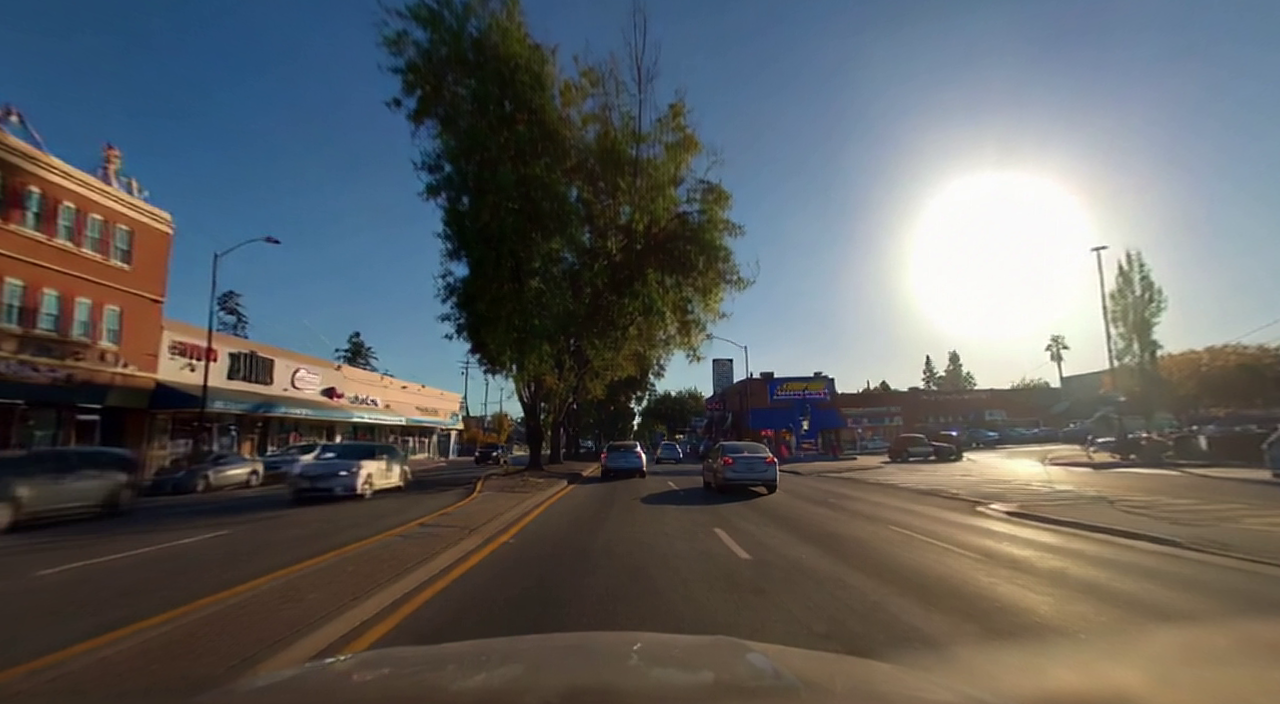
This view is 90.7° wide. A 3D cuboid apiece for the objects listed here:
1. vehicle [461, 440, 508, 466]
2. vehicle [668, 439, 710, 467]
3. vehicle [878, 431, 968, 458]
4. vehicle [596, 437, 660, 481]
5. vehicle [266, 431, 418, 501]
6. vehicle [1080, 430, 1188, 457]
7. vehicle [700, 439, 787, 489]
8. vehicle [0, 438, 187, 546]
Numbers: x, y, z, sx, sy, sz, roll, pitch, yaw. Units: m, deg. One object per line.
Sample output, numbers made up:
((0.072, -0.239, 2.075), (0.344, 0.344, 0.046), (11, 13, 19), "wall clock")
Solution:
((-11.365, 7.407, 46.591), (2.233, 1.799, 4.700), (0, -8, 0), "vehicle")
((2.825, 5.944, 37.313), (2.098, 1.527, 3.966), (0, -8, -2), "vehicle")
((18.981, 6.223, 42.573), (4.948, 1.733, 2.296), (0, -8, -2), "vehicle")
((-0.463, 4.071, 24.351), (2.232, 1.508, 4.319), (0, -8, -1), "vehicle")
((-8.323, 3.211, 18.246), (2.273, 1.748, 4.379), (0, -8, -1), "vehicle")
((27.823, 5.171, 35.714), (4.478, 1.450, 1.968), (0, -8, -3), "vehicle")
((3.298, 3.647, 21.025), (2.060, 1.471, 4.168), (0, -8, -2), "vehicle")
((-11.113, 2.491, 11.900), (1.997, 1.677, 4.327), (0, -8, -1), "vehicle")
